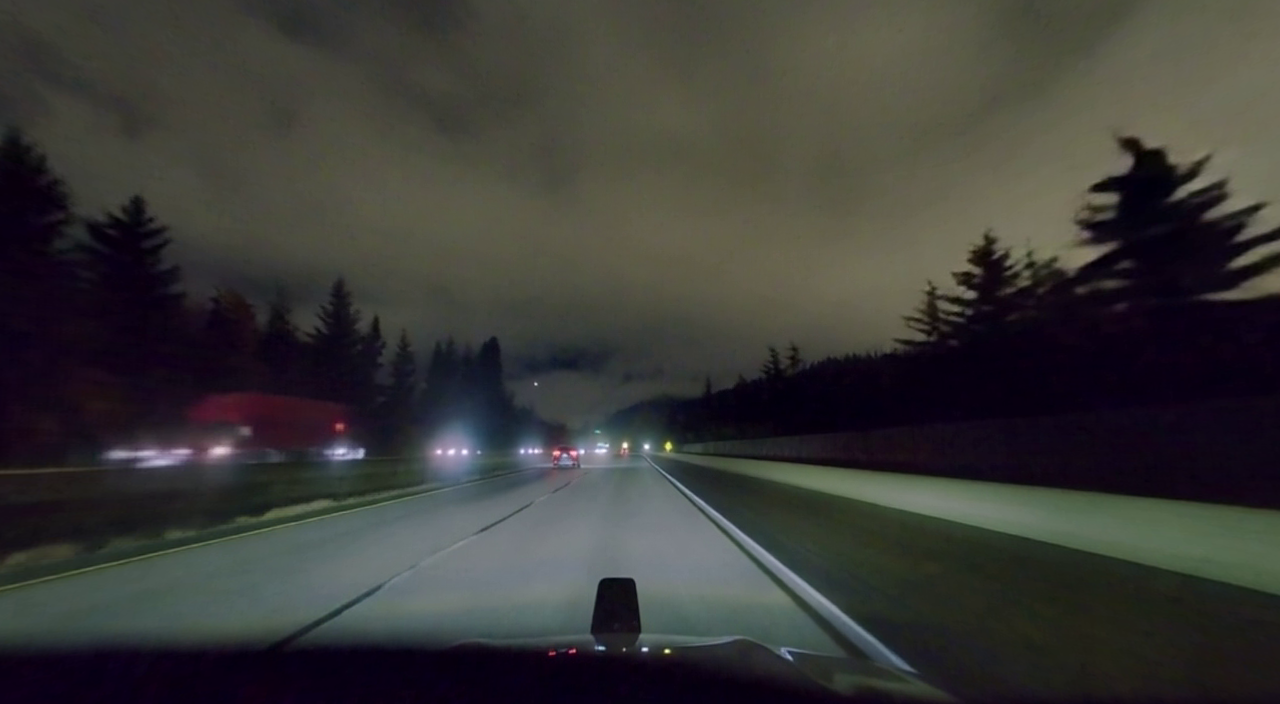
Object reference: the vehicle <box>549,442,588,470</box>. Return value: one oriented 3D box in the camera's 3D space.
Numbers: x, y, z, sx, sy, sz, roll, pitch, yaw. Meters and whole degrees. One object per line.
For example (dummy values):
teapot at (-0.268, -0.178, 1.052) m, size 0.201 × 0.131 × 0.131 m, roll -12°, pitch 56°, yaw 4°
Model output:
vehicle at (-4.569, 6.747, 40.644) m, size 2.098 × 1.692 × 4.038 m, roll 0°, pitch -9°, yaw -1°

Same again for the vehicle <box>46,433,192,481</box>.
vehicle at (-18.085, 3.677, 22.039) m, size 1.825 × 1.500 × 3.914 m, roll 0°, pitch -9°, yaw -2°

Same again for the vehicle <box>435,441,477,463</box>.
vehicle at (-13.382, 7.316, 45.737) m, size 1.842 × 1.495 × 3.909 m, roll 0°, pitch -9°, yaw 0°

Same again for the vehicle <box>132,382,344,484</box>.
vehicle at (-12.879, 2.810, 21.106) m, size 2.343 × 2.825 × 7.354 m, roll 0°, pitch -9°, yaw -1°
